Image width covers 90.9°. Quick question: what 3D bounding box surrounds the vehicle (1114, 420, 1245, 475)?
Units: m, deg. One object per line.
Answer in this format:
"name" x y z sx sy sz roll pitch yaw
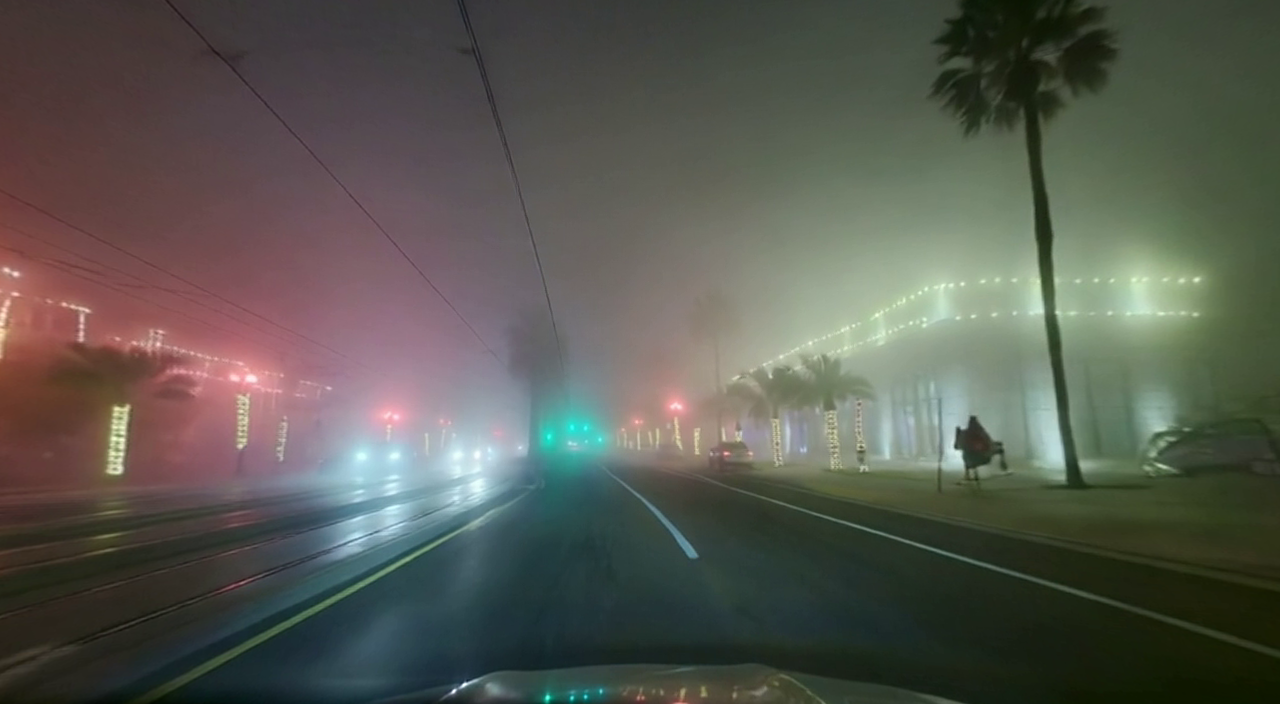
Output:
"vehicle" 16.207 2.902 19.227 1.983 1.461 4.547 -5 -9 28

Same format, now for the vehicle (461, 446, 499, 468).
"vehicle" -11.823 7.752 46.769 2.013 1.590 4.241 1 -8 -5

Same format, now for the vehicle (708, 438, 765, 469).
"vehicle" 5.543 5.892 36.927 1.995 1.677 4.863 1 -8 -8

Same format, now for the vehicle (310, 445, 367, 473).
"vehicle" -20.480 7.247 43.002 1.974 1.808 4.373 1 -8 -5

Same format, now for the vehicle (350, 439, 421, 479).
"vehicle" -13.138 5.537 32.895 2.127 1.892 4.655 1 -8 -6
